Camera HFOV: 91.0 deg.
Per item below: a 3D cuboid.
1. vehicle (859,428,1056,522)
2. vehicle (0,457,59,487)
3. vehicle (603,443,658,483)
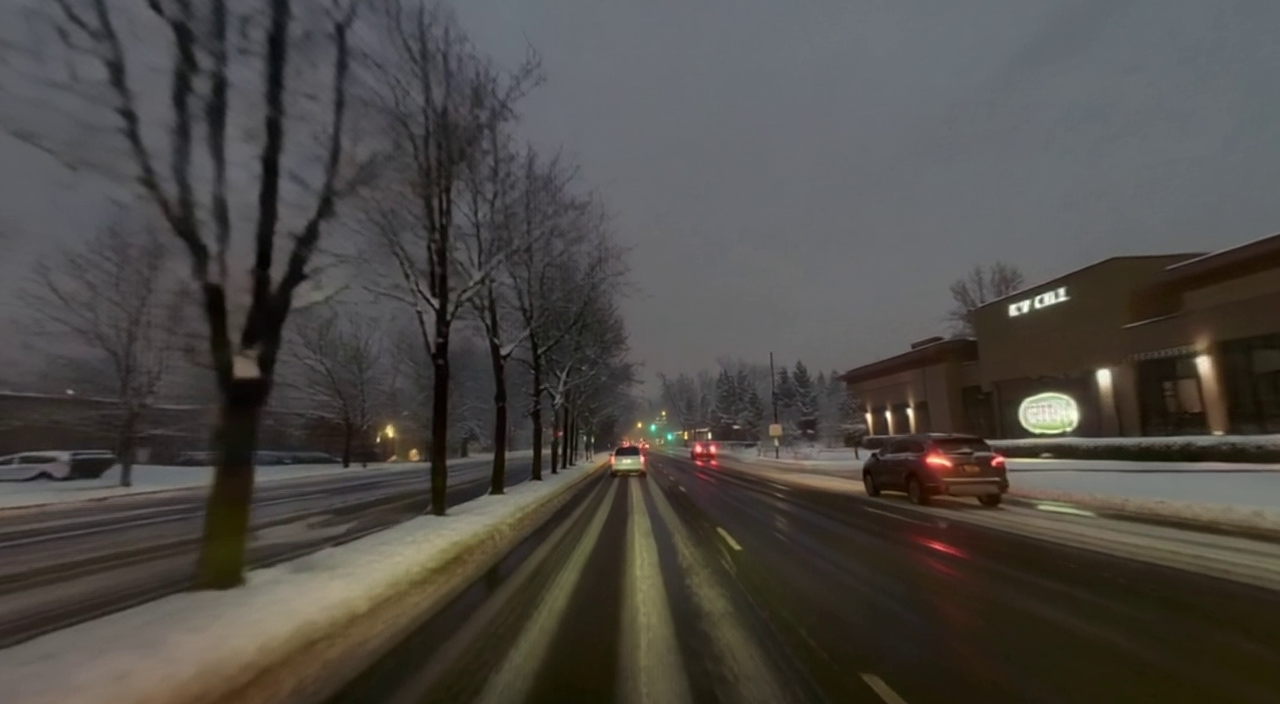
[{"bbox_3d":[6.284,2.455,13.075,1.949,1.647,3.894,0,-8,-2],"label":"vehicle"},{"bbox_3d":[-33.563,6.308,33.166,3.986,1.432,1.885,0,-8,0],"label":"vehicle"},{"bbox_3d":[-0.353,4.267,24.541,1.970,1.402,3.756,0,-8,0],"label":"vehicle"}]
